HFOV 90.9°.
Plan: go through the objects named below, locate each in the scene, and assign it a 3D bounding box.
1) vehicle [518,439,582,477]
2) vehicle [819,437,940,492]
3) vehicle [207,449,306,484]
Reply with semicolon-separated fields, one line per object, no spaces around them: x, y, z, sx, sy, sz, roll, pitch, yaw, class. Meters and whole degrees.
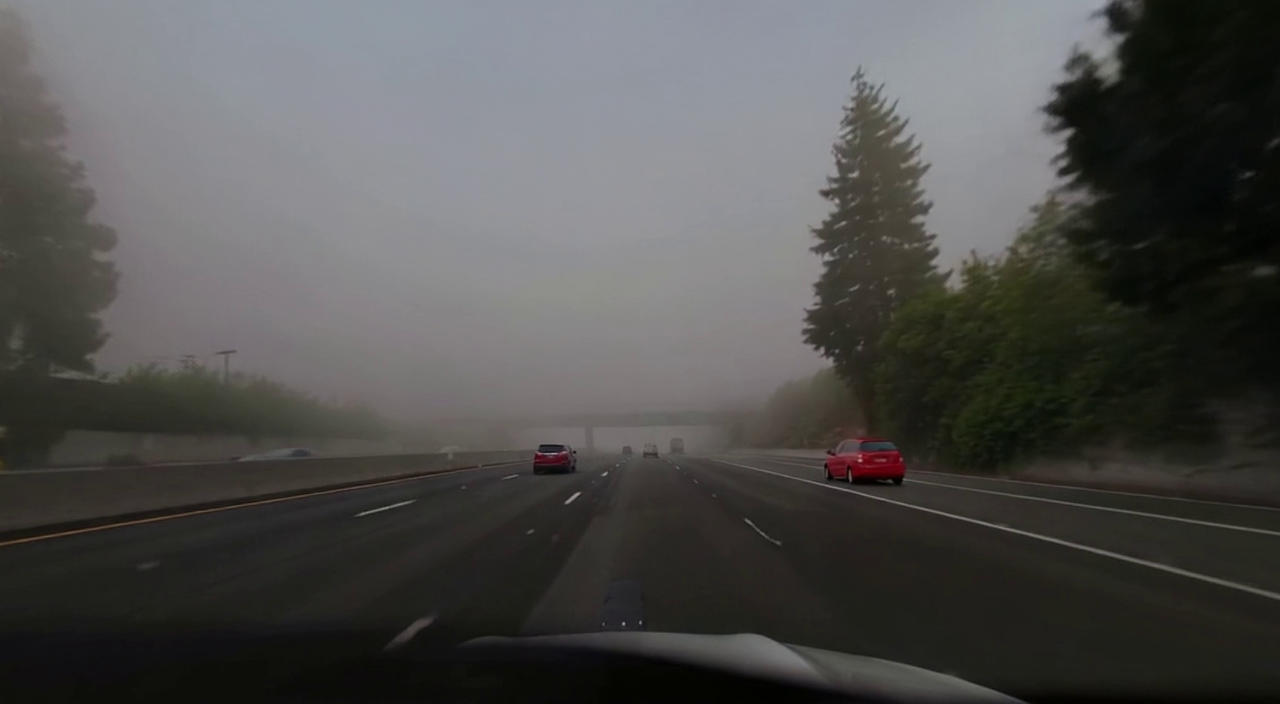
-3.956;4.747;28.530;2.085;1.533;4.861;0;-8;1;vehicle
7.179;3.408;19.490;1.914;1.465;4.574;0;-8;-1;vehicle
-17.545;5.225;29.134;1.820;1.487;4.311;0;-8;1;vehicle
